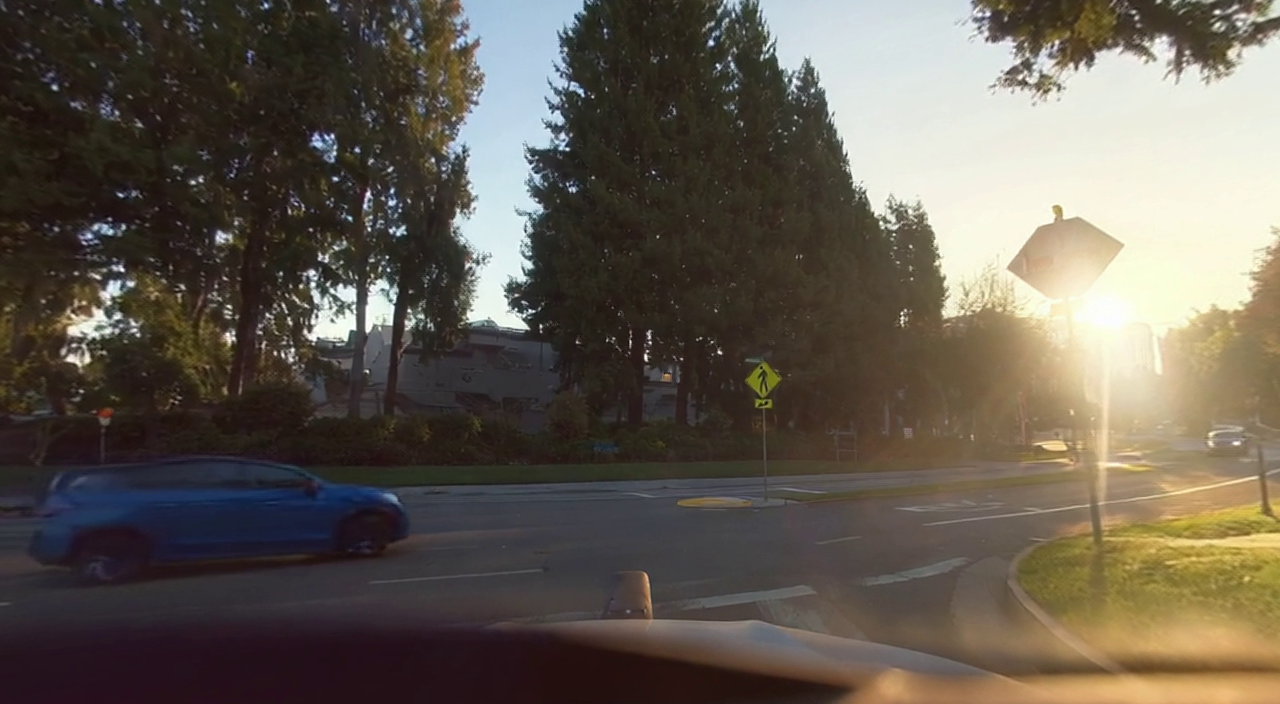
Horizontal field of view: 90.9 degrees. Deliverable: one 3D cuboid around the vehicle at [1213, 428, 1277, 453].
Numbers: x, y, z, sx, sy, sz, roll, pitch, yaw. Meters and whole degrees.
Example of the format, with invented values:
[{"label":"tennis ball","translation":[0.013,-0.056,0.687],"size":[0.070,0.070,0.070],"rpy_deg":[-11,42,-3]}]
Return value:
[{"label":"vehicle","translation":[38.327,5.605,39.892],"size":[4.473,1.474,2.108],"rpy_deg":[6,-10,-37]}]
